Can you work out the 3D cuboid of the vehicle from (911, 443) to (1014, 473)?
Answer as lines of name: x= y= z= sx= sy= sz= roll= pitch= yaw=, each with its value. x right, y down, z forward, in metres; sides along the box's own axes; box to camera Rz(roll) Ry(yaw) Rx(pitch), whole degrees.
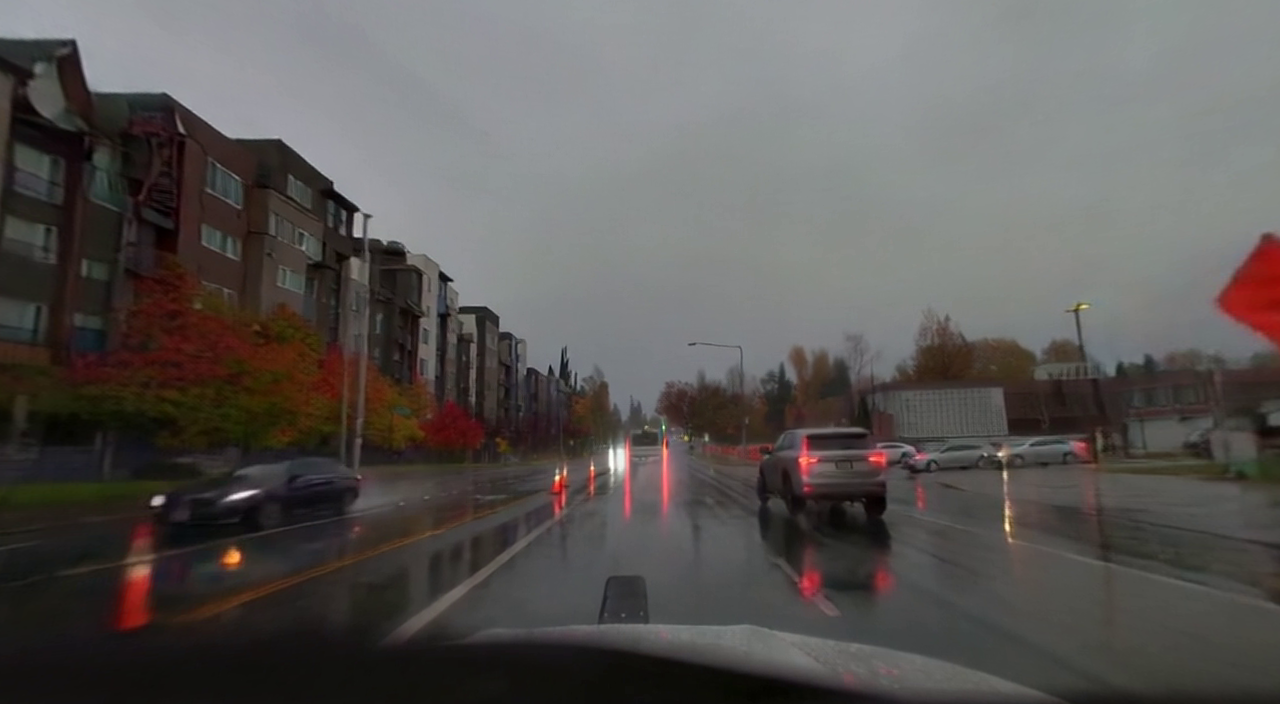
vehicle: x=16.960 y=5.567 z=33.047 sx=4.568 sy=1.478 sz=1.900 roll=2 pitch=-9 yaw=-13

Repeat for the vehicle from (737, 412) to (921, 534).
vehicle: x=3.291 y=2.245 z=12.354 sx=2.120 sy=1.828 sz=5.531 roll=0 pitch=-8 yaw=3

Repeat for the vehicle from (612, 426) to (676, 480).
vehicle: x=0.253 y=4.889 z=30.593 sx=2.762 sy=2.309 sz=6.723 roll=0 pitch=-8 yaw=1

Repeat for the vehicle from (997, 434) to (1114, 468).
vehicle: x=22.047 y=5.266 z=33.458 sx=4.629 sy=1.756 sz=2.124 roll=0 pitch=-8 yaw=0

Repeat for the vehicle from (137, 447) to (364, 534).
vehicle: x=-7.843 y=2.774 z=13.244 sx=1.891 sy=1.496 sz=4.144 roll=-1 pitch=-8 yaw=4
